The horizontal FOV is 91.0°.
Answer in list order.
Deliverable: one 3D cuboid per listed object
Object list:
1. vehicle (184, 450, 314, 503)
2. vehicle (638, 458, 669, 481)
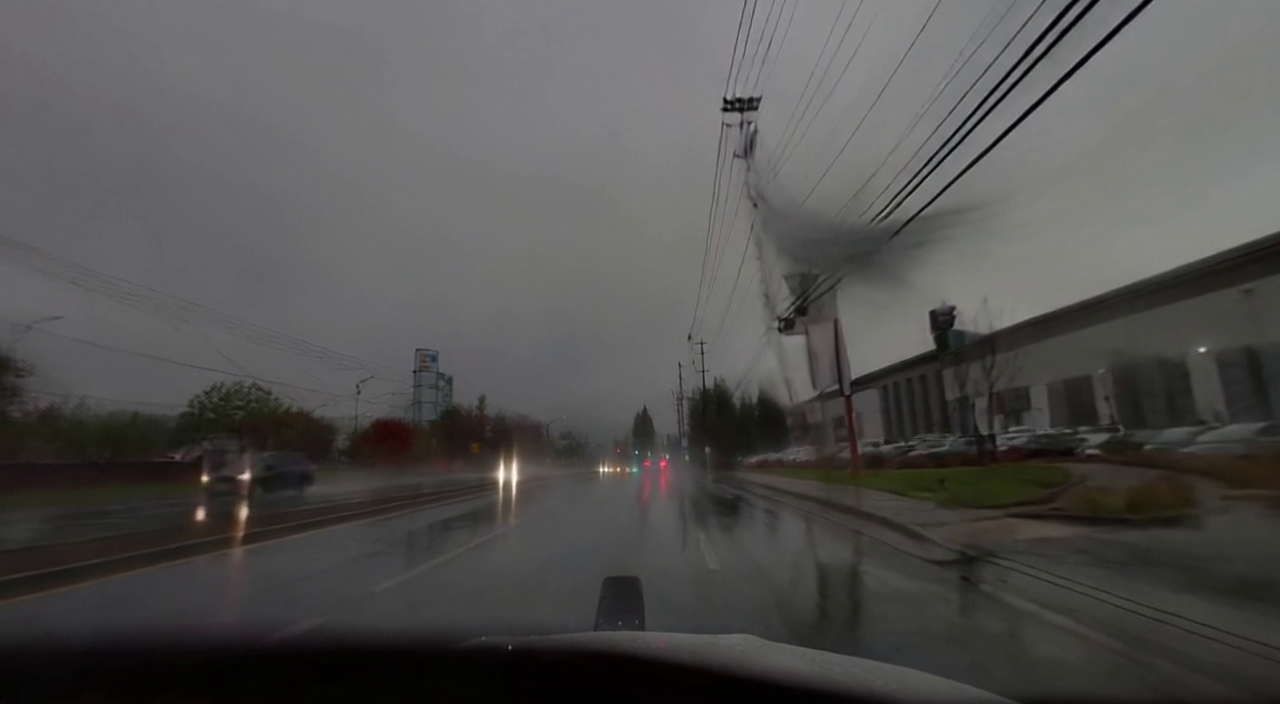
[{"bbox_3d":[-14.082,4.469,23.004,1.942,1.710,4.167,-1,-9,2],"label":"vehicle"},{"bbox_3d":[1.012,8.420,45.273,2.114,1.492,4.453,0,-9,2],"label":"vehicle"}]
